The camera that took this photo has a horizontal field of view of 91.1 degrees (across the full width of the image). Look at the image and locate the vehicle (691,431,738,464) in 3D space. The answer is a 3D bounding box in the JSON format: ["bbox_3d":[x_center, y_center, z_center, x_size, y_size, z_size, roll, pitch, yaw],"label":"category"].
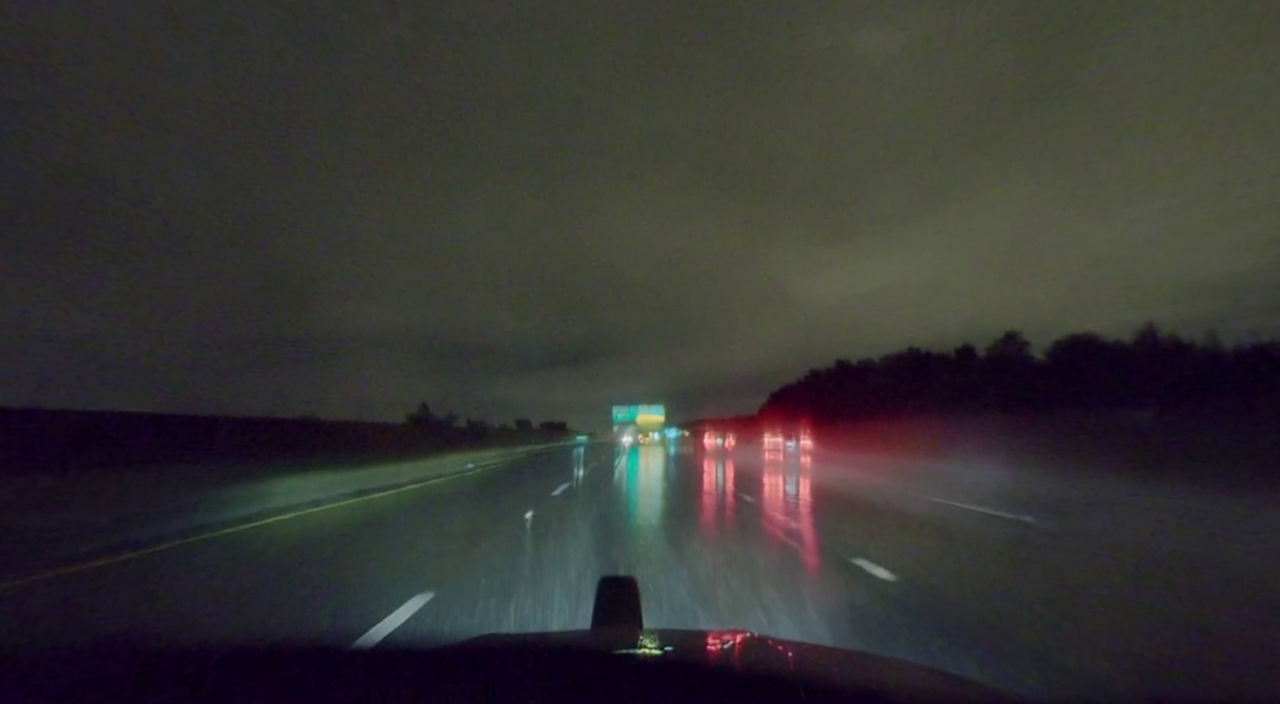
[{"bbox_3d":[3.582,4.650,30.816,1.802,1.492,3.804,0,-7,-1],"label":"vehicle"}]
